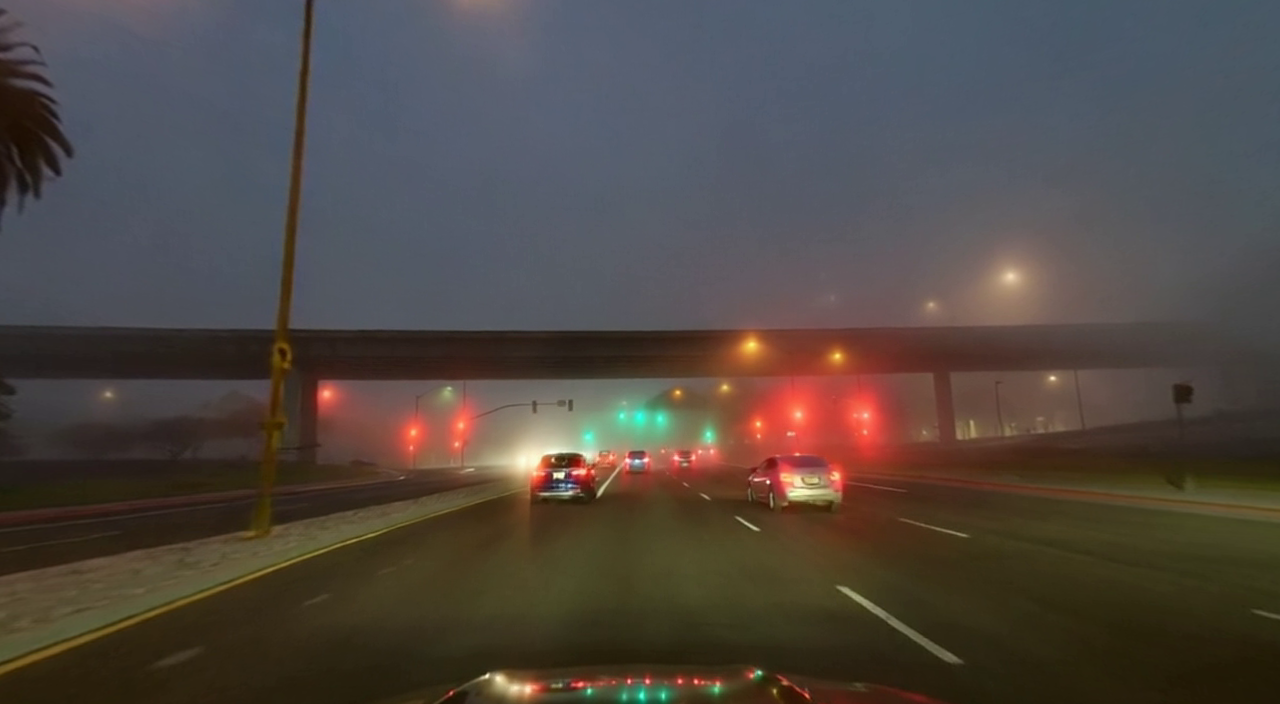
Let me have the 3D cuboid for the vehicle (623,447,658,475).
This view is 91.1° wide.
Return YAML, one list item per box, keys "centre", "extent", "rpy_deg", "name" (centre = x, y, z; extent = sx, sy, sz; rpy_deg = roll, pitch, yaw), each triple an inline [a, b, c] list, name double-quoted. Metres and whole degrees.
- centre: [0.046, 7.180, 41.581]
  extent: [2.172, 1.694, 4.055]
  rpy_deg: [0, -9, 0]
  name: "vehicle"

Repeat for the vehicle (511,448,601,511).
- centre: [-2.149, 3.397, 17.226]
  extent: [2.111, 1.506, 4.018]
  rpy_deg: [1, -9, -3]
  name: "vehicle"

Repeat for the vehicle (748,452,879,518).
- centre: [4.183, 3.274, 15.952]
  extent: [2.156, 1.404, 4.120]
  rpy_deg: [0, -9, 0]
  name: "vehicle"
